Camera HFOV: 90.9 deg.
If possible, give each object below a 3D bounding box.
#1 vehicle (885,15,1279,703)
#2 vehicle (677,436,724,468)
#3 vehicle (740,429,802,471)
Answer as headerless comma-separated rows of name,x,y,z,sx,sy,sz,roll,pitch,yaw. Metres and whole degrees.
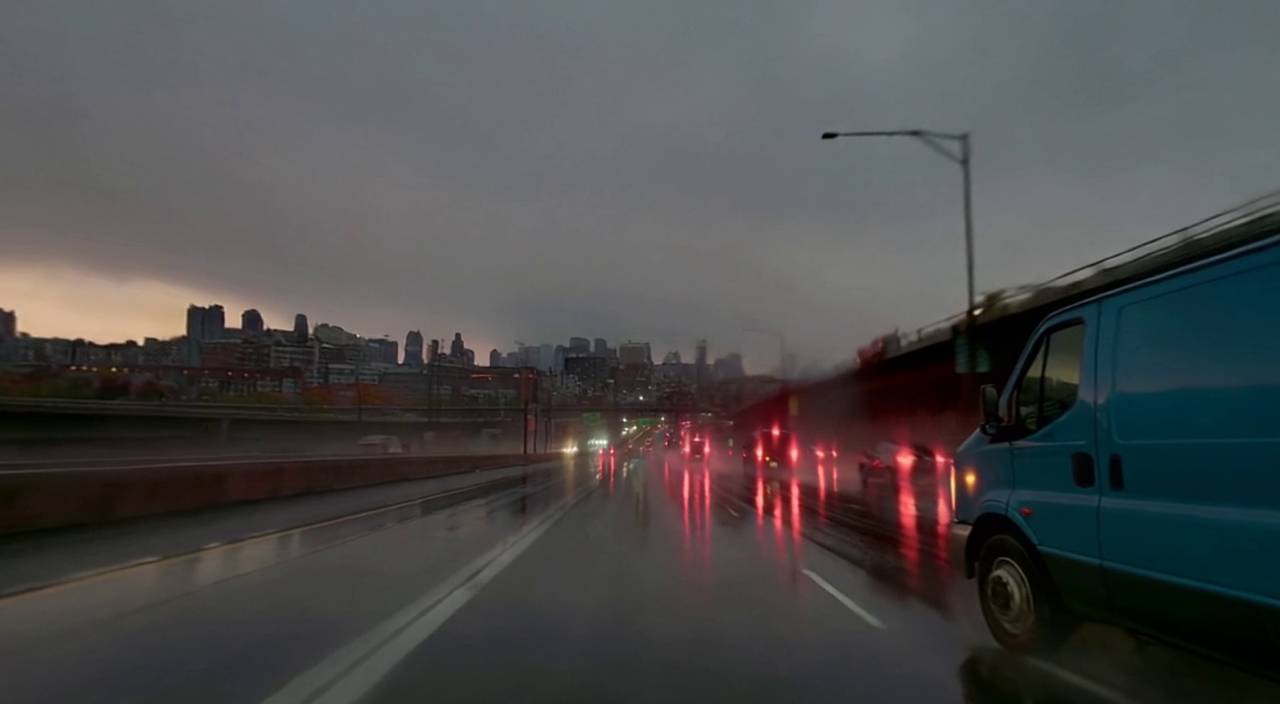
vehicle,3.369,0.197,1.736,2.436,2.745,7.034,0,-8,-1
vehicle,3.915,6.600,41.859,2.464,1.961,5.520,0,-8,-1
vehicle,7.412,5.633,36.265,2.301,2.203,5.419,0,-8,-1
